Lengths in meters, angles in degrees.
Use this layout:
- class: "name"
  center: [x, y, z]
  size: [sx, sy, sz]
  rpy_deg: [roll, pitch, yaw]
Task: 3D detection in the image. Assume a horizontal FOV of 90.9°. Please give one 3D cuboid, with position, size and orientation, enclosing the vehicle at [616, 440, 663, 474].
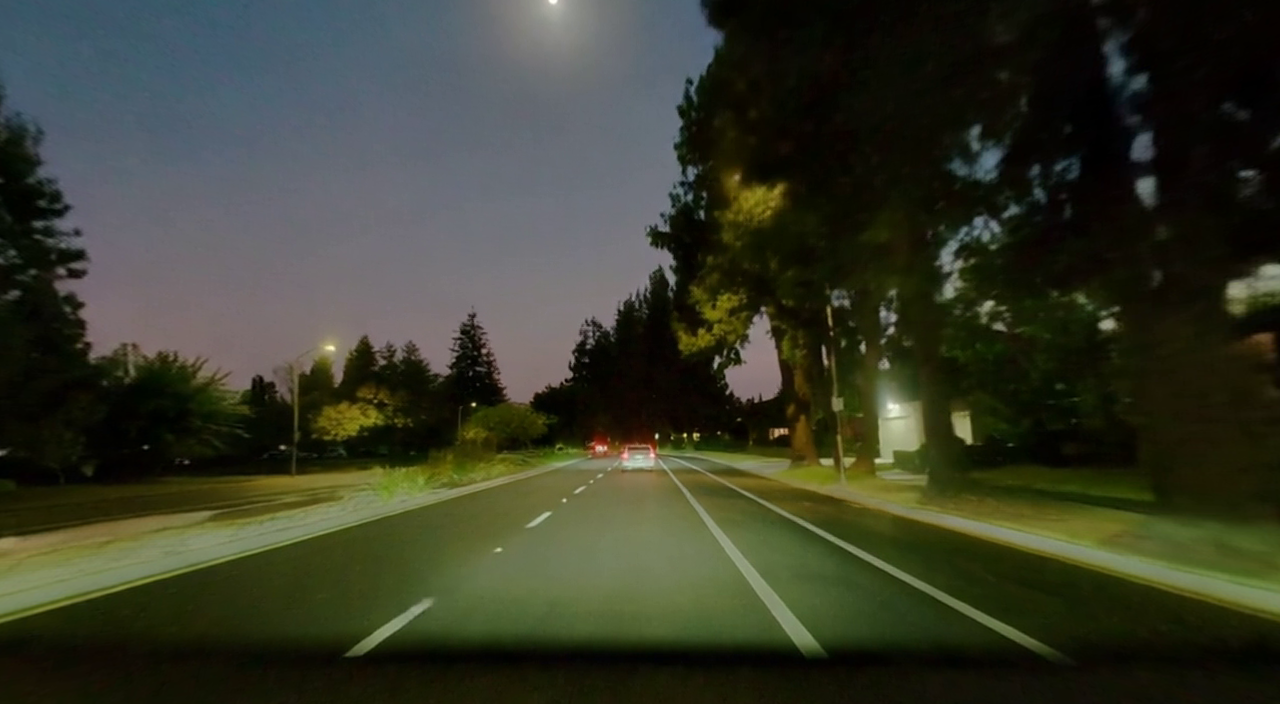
- class: "vehicle"
  center: [-0.002, 4.834, 29.327]
  size: [2.009, 1.456, 4.003]
  rpy_deg: [0, -8, 0]

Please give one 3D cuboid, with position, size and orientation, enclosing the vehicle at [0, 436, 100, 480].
- class: "vehicle"
  center: [-46.305, 8.089, 47.996]
  size: [7.398, 2.926, 2.814]
  rpy_deg: [2, -7, -33]
